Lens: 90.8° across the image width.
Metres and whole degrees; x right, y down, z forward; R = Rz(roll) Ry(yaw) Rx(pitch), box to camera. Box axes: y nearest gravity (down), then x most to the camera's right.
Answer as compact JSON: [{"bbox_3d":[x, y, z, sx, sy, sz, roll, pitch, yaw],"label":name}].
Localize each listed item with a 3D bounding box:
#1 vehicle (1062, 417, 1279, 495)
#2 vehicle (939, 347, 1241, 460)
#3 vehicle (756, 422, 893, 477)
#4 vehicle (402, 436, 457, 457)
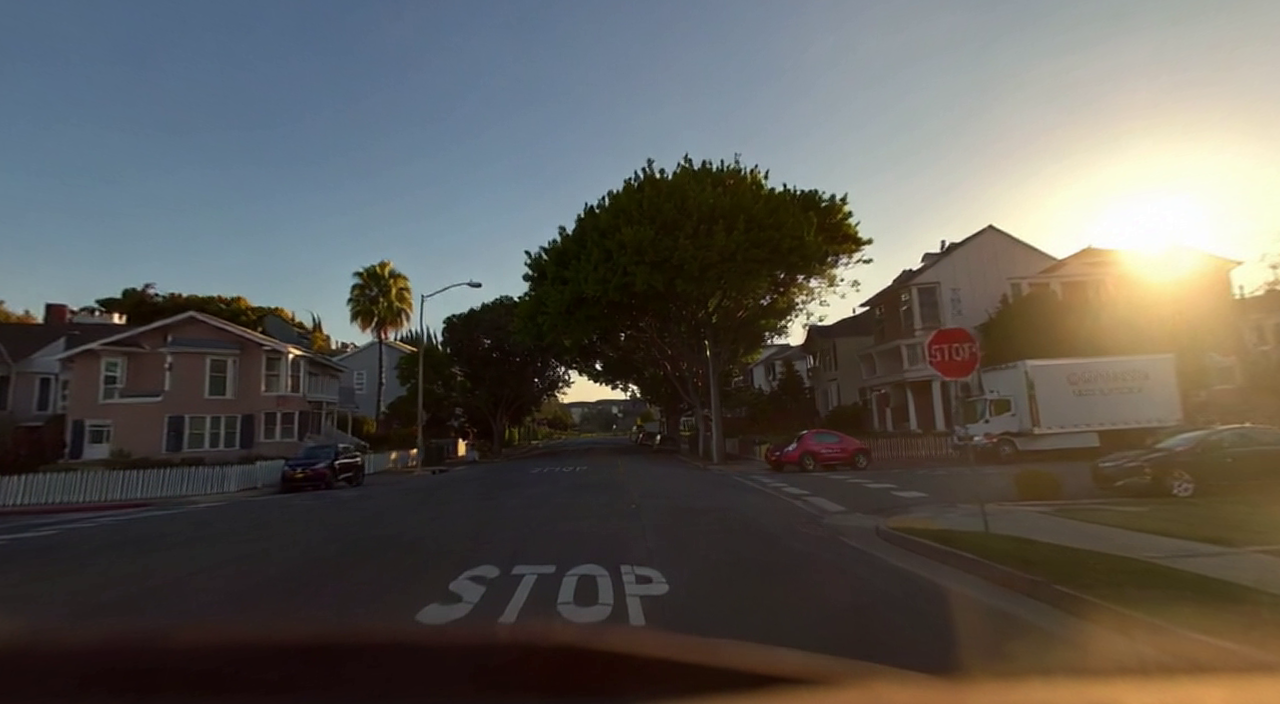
[{"bbox_3d":[11.850,2.164,13.333,4.488,1.507,1.954,0,-8,-2],"label":"vehicle"},{"bbox_3d":[14.793,1.809,21.320,7.759,3.523,2.930,0,-8,0],"label":"vehicle"},{"bbox_3d":[6.088,3.265,21.246,3.867,1.710,2.107,1,-8,-5],"label":"vehicle"},{"bbox_3d":[-16.347,7.345,49.190,3.911,1.515,1.802,2,-9,-14],"label":"vehicle"}]
